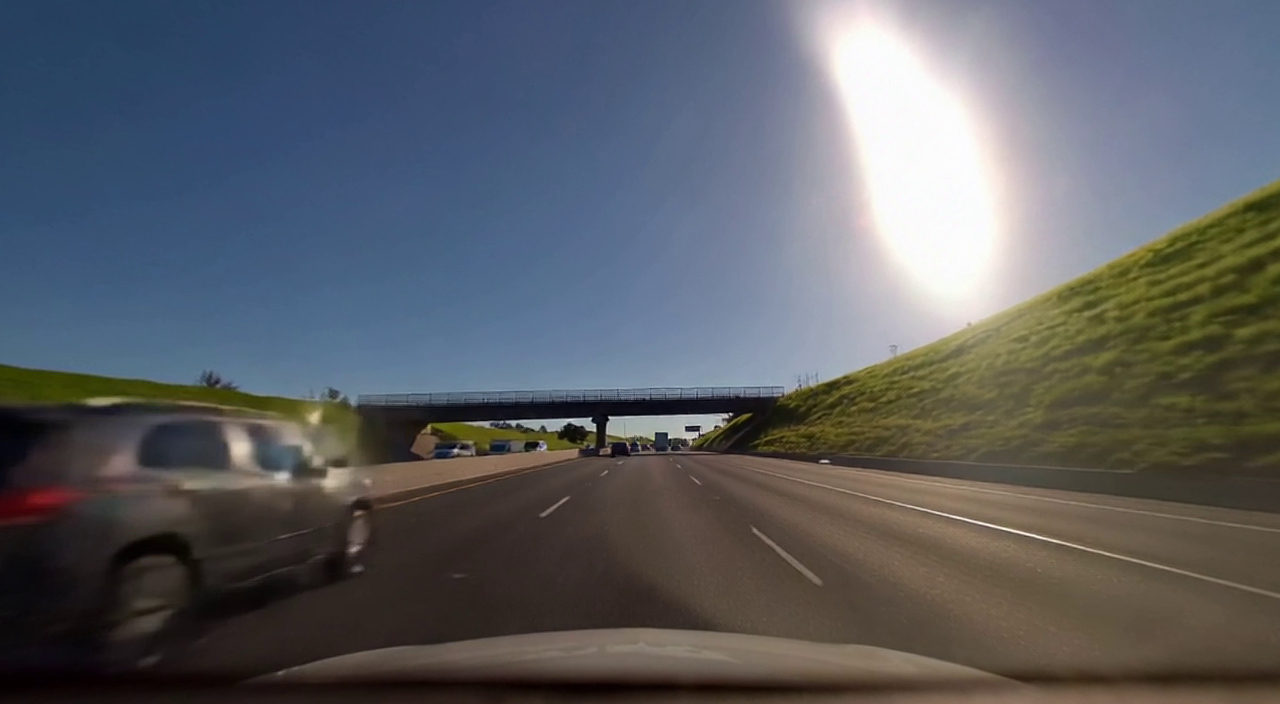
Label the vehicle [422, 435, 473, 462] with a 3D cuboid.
[{"bbox_3d":[-14.240,7.200,46.978,2.078,1.841,5.188,0,-9,2],"label":"vehicle"}]

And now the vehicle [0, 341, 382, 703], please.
[{"bbox_3d":[-3.674,1.023,3.845,2.181,1.730,4.517,0,-9,1],"label":"vehicle"}]
